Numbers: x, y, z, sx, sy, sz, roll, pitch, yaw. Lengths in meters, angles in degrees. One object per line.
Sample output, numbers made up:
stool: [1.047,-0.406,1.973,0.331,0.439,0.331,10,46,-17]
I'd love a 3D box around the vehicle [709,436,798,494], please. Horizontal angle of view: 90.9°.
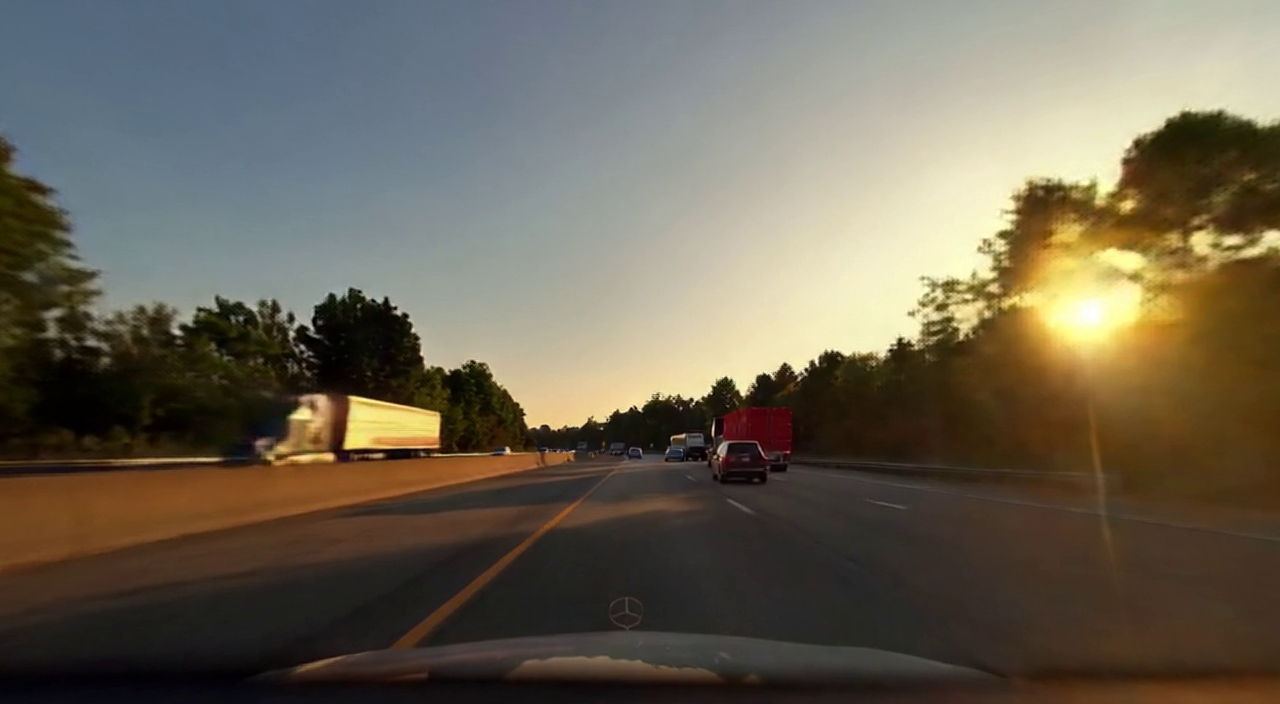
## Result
vehicle: [3.547,3.612,20.445,2.022,1.658,4.132,0,-9,-1]

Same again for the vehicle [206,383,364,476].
vehicle: [-15.772,3.624,28.740,3.199,3.740,6.535,0,-9,0]
